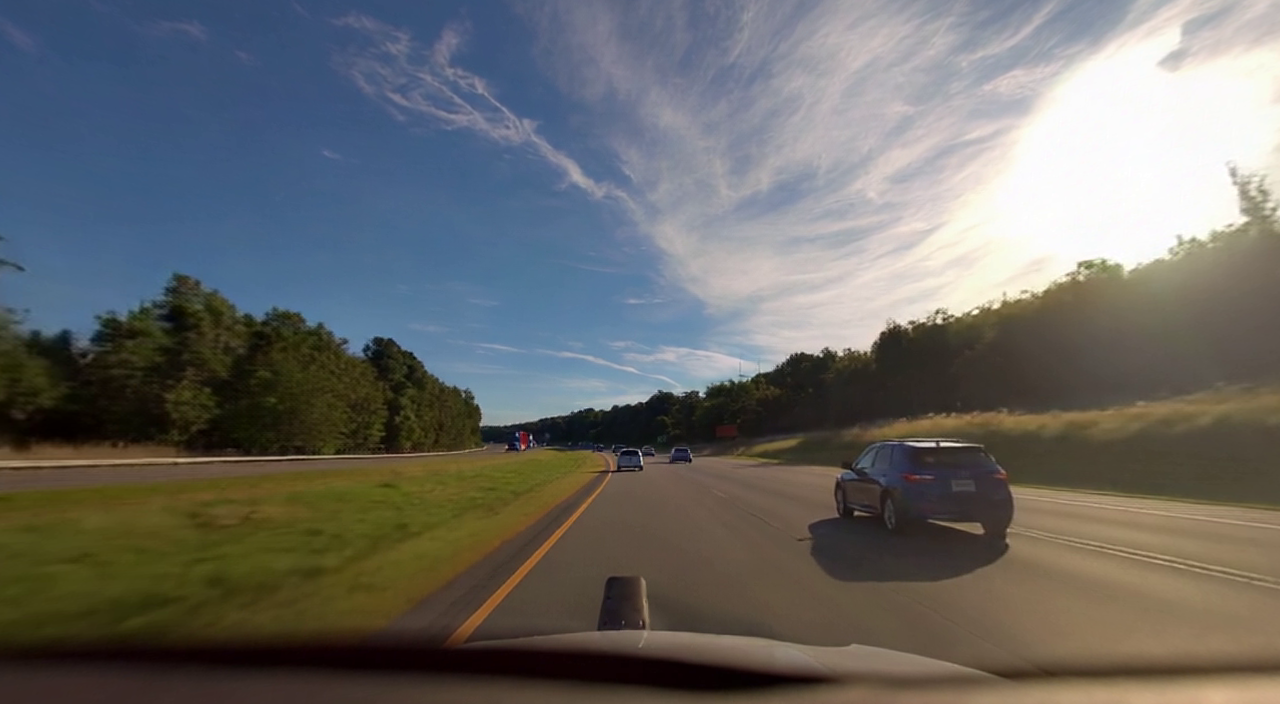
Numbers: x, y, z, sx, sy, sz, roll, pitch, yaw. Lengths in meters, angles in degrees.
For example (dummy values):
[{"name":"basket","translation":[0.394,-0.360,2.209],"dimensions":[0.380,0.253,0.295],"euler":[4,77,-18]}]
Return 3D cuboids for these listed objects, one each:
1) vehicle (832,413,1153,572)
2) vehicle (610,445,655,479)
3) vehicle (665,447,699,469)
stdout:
[{"name":"vehicle","translation":[4.257,1.761,8.529],"dimensions":[2.013,1.623,3.916],"euler":[0,-9,-1]},{"name":"vehicle","translation":[-0.399,5.317,30.707],"dimensions":[2.050,1.534,3.771],"euler":[0,-9,-2]},{"name":"vehicle","translation":[3.075,7.875,46.977],"dimensions":[2.008,1.504,4.291],"euler":[1,-9,-4]}]
